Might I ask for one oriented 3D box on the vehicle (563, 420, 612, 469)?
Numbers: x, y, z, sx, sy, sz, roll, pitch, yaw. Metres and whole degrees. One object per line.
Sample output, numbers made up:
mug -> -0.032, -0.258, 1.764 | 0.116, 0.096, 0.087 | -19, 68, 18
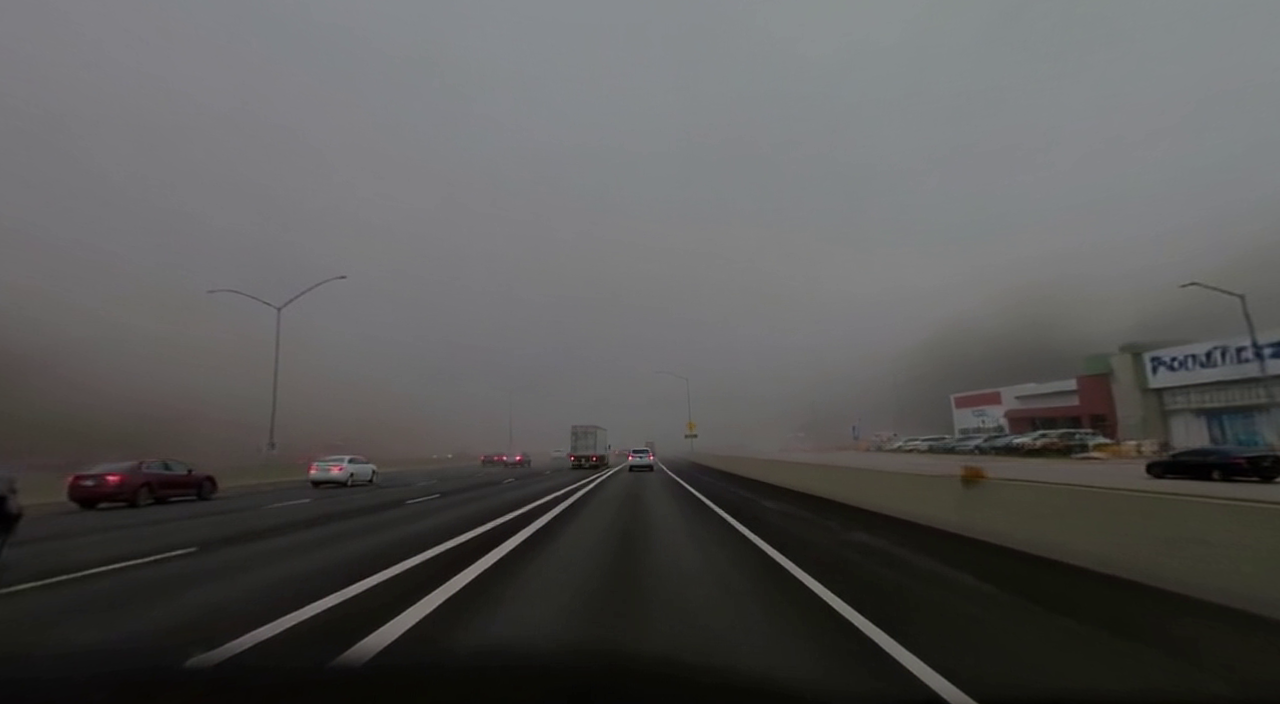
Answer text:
vehicle -> -3.936, 7.202, 49.039 | 2.796, 3.426, 8.553 | 0, -8, 2

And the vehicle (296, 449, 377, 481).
vehicle -> -17.590, 6.543, 36.850 | 2.076, 1.709, 4.893 | -1, -8, 3

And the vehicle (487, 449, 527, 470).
vehicle -> -10.424, 8.465, 49.807 | 1.928, 1.480, 4.823 | 0, -8, 2

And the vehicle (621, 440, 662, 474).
vehicle -> 0.110, 6.045, 36.589 | 2.227, 1.794, 4.646 | 0, -8, 1

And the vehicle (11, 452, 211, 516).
vehicle -> -14.690, 3.633, 17.924 | 1.805, 1.508, 4.331 | 0, -8, 2
